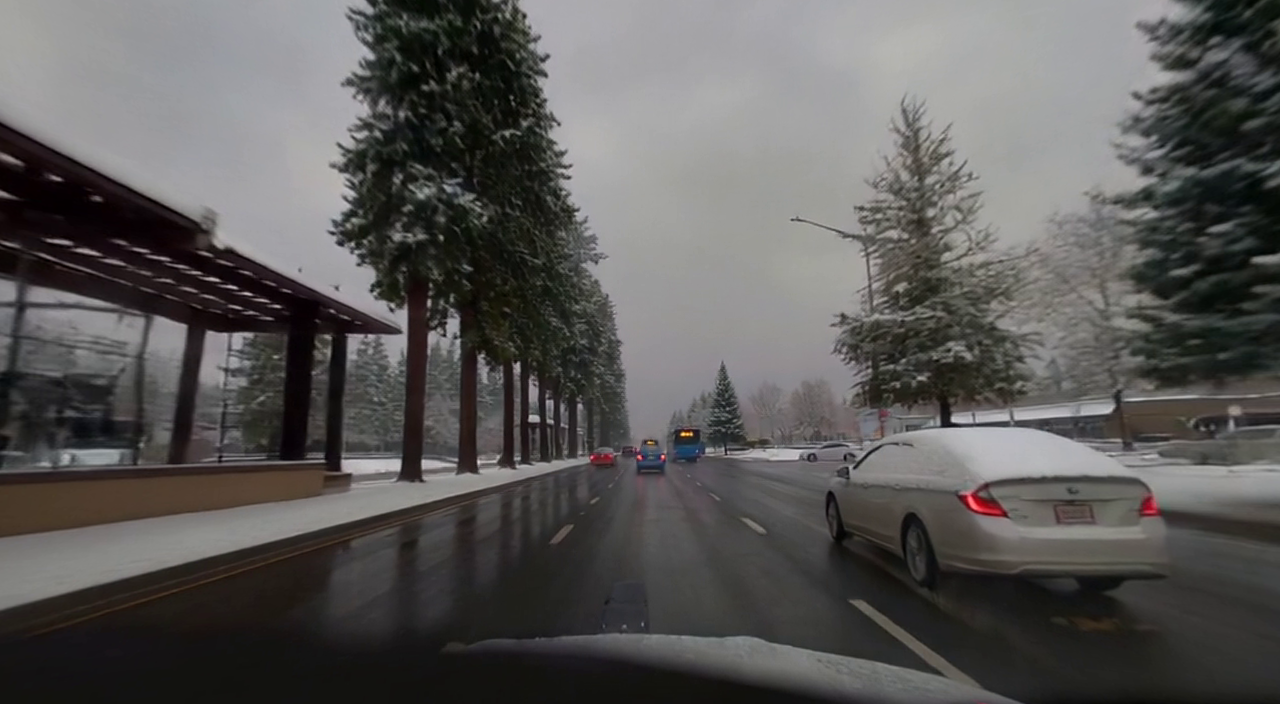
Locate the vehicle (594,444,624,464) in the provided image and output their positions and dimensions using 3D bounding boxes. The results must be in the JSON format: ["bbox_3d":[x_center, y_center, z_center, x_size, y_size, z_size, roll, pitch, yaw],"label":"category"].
[{"bbox_3d":[-2.393,8.009,49.555,2.036,1.481,4.151,0,-8,1],"label":"vehicle"}]

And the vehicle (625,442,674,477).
[{"bbox_3d":[0.422,5.016,29.723,2.144,1.505,4.128,0,-8,0],"label":"vehicle"}]

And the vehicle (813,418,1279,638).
[{"bbox_3d":[3.453,1.537,6.582,2.067,1.497,4.327,0,-8,0],"label":"vehicle"}]
